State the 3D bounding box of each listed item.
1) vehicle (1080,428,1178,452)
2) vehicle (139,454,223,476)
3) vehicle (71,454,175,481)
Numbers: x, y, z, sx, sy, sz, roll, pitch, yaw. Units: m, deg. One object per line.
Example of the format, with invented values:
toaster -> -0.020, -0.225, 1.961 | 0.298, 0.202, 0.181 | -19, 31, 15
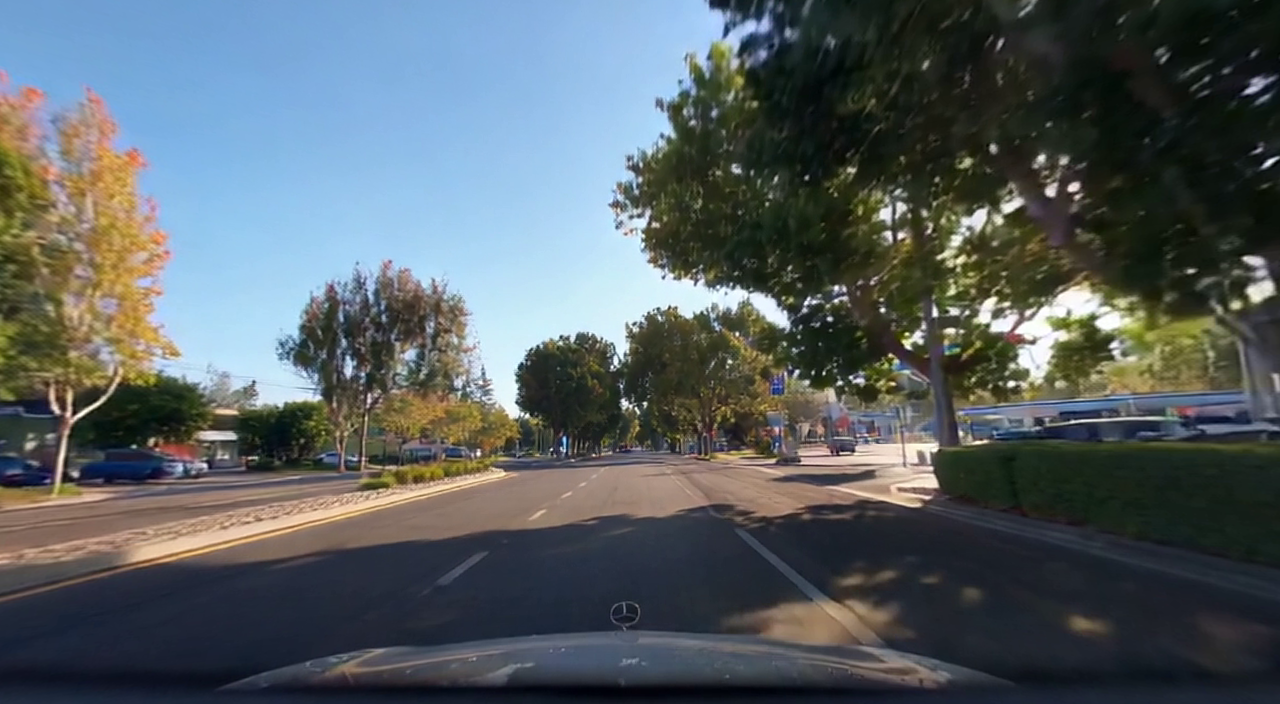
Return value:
vehicle -> 31.135, 5.632, 40.329 | 4.549, 1.476, 1.952 | 0, -8, 1
vehicle -> -31.338, 7.721, 43.194 | 4.287, 1.432, 1.794 | 0, -8, -1
vehicle -> -30.907, 6.900, 37.895 | 4.274, 1.491, 2.110 | 0, -8, -4
